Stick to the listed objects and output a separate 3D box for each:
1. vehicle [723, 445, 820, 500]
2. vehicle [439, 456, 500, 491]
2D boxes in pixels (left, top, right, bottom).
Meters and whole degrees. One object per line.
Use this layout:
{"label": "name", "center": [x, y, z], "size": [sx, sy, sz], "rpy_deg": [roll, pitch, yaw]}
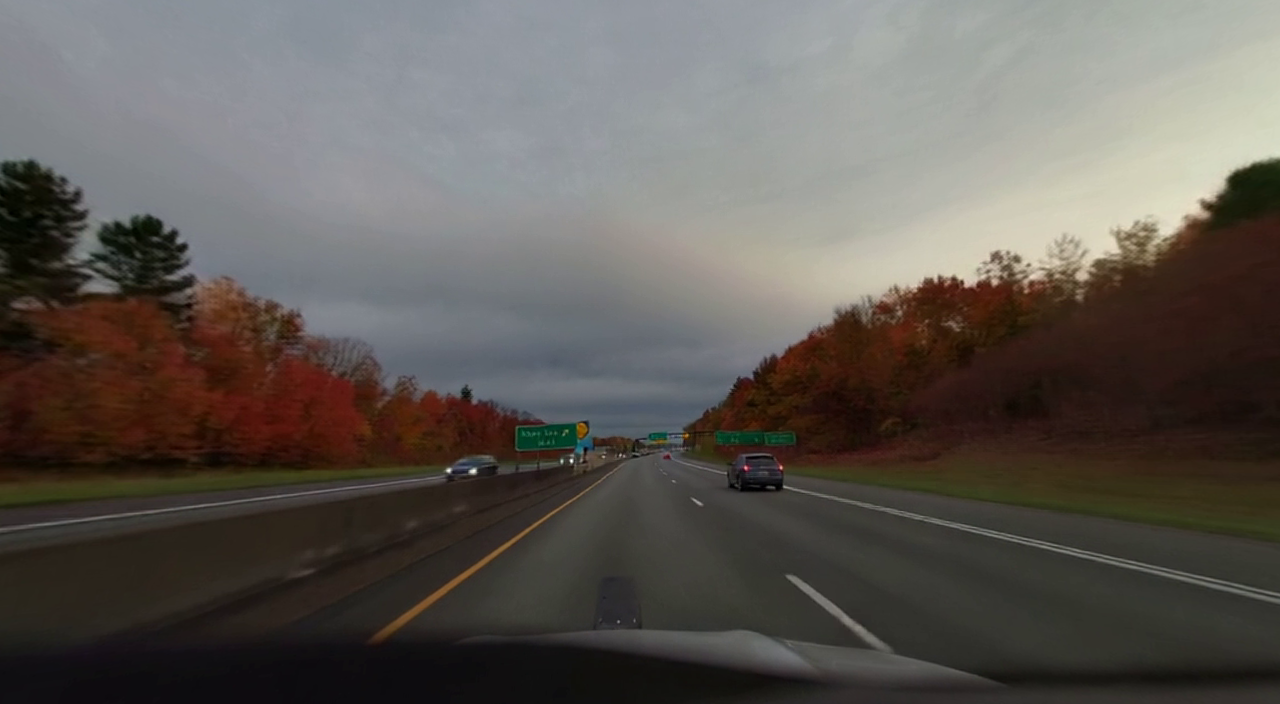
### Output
{"label": "vehicle", "center": [4.108, 3.858, 20.435], "size": [2.070, 1.546, 4.648], "rpy_deg": [0, -9, -1]}
{"label": "vehicle", "center": [-8.375, 6.000, 31.180], "size": [1.917, 1.535, 4.086], "rpy_deg": [0, -9, 0]}
